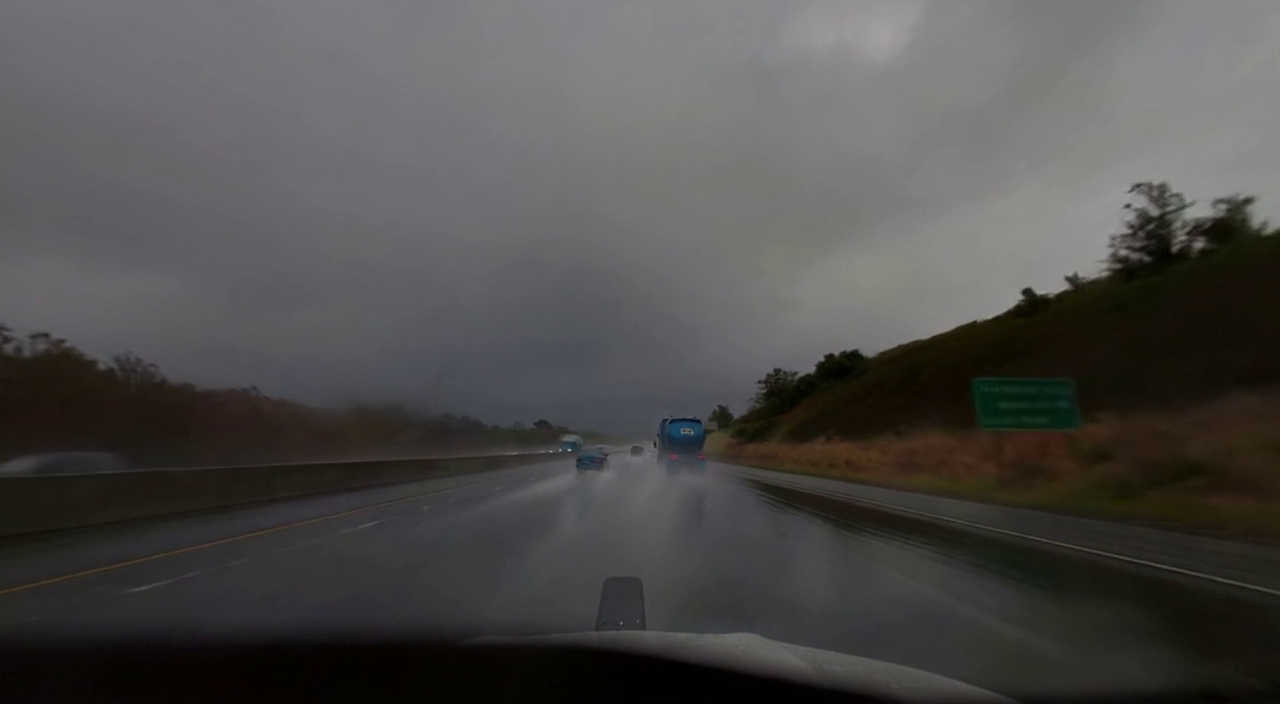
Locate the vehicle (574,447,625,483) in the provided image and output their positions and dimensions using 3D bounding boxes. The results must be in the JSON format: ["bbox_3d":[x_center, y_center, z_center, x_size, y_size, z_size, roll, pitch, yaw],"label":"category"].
[{"bbox_3d":[-1.791,5.205,29.348,2.013,1.498,3.908,-1,-9,2],"label":"vehicle"}]

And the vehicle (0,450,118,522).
[{"bbox_3d":[-19.145,4.001,19.113,2.215,2.016,5.106,-1,-9,0],"label":"vehicle"}]
